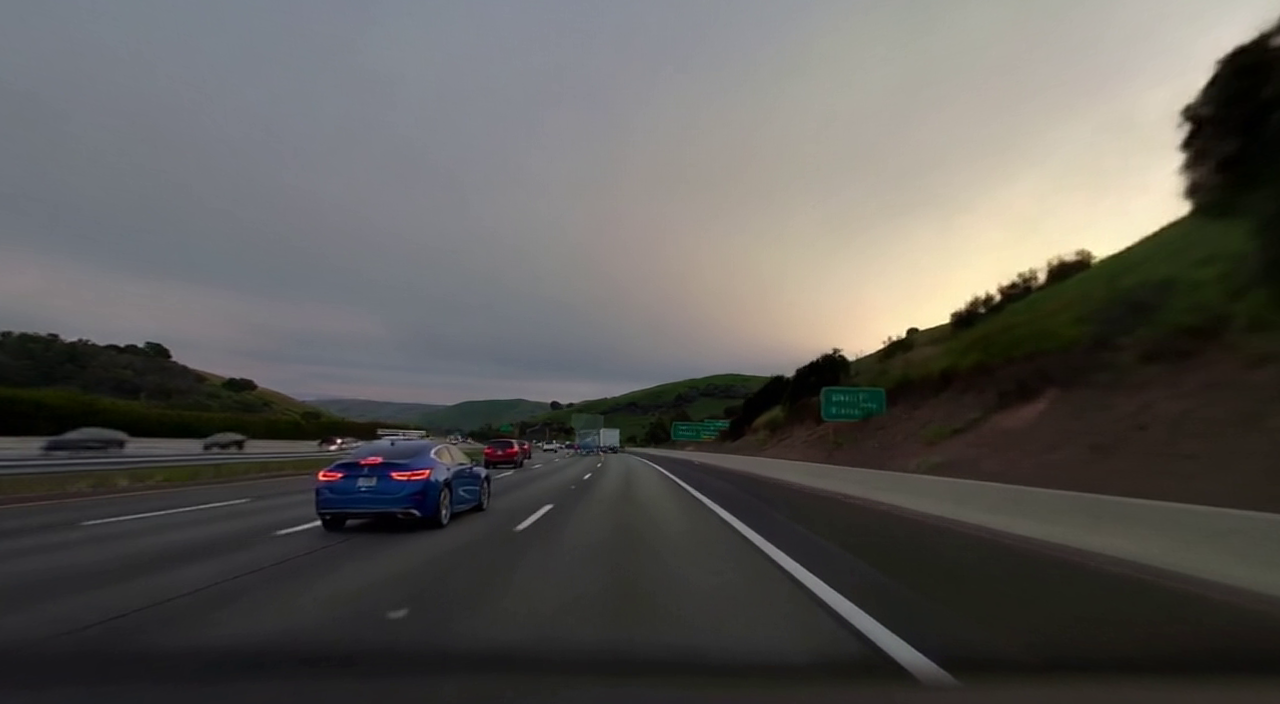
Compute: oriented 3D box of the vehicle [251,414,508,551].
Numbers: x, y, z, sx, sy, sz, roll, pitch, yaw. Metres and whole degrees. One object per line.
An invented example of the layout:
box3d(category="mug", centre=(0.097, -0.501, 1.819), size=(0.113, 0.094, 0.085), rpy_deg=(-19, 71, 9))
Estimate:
box3d(category="vehicle", centre=(-3.770, 1.999, 10.313), size=(2.180, 1.685, 4.668), rpy_deg=(1, -9, 0))
